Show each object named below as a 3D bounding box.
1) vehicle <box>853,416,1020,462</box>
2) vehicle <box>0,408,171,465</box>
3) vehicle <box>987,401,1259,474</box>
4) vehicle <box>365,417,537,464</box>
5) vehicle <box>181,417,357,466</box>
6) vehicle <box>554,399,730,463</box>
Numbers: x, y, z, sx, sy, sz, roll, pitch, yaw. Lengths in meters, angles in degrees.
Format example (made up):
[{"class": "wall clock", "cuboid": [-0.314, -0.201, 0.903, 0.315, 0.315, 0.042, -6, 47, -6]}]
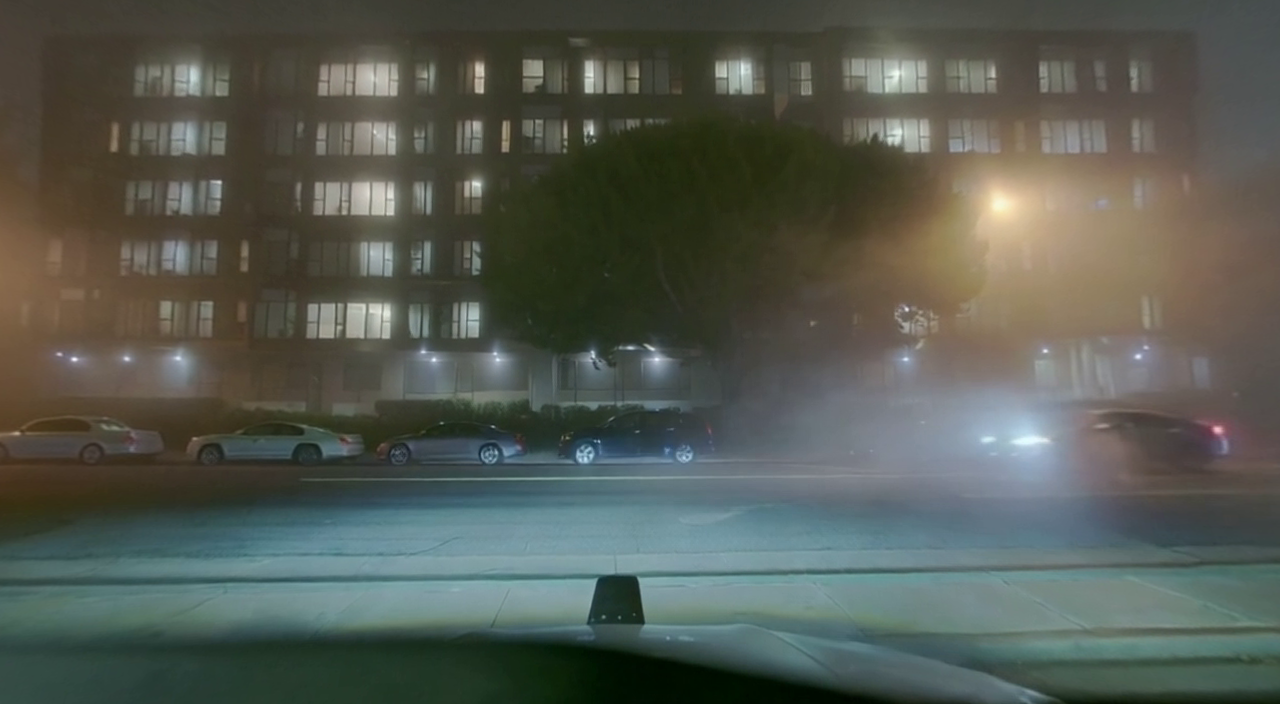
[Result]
[{"class": "vehicle", "cuboid": [9.407, 2.784, 20.287, 4.521, 1.411, 1.726, 1, -7, -4]}, {"class": "vehicle", "cuboid": [-17.530, 2.612, 19.488, 4.426, 1.641, 1.889, 1, -9, -5]}, {"class": "vehicle", "cuboid": [10.563, 1.919, 14.119, 4.396, 1.501, 1.955, 0, -9, 1]}, {"class": "vehicle", "cuboid": [-5.829, 2.833, 19.941, 4.851, 1.339, 1.785, 1, -10, -2]}, {"class": "vehicle", "cuboid": [-11.456, 2.809, 19.756, 4.336, 1.438, 1.776, 1, -8, -3]}, {"class": "vehicle", "cuboid": [0.001, 2.570, 20.127, 5.299, 1.860, 2.098, 1, -10, -5]}]
